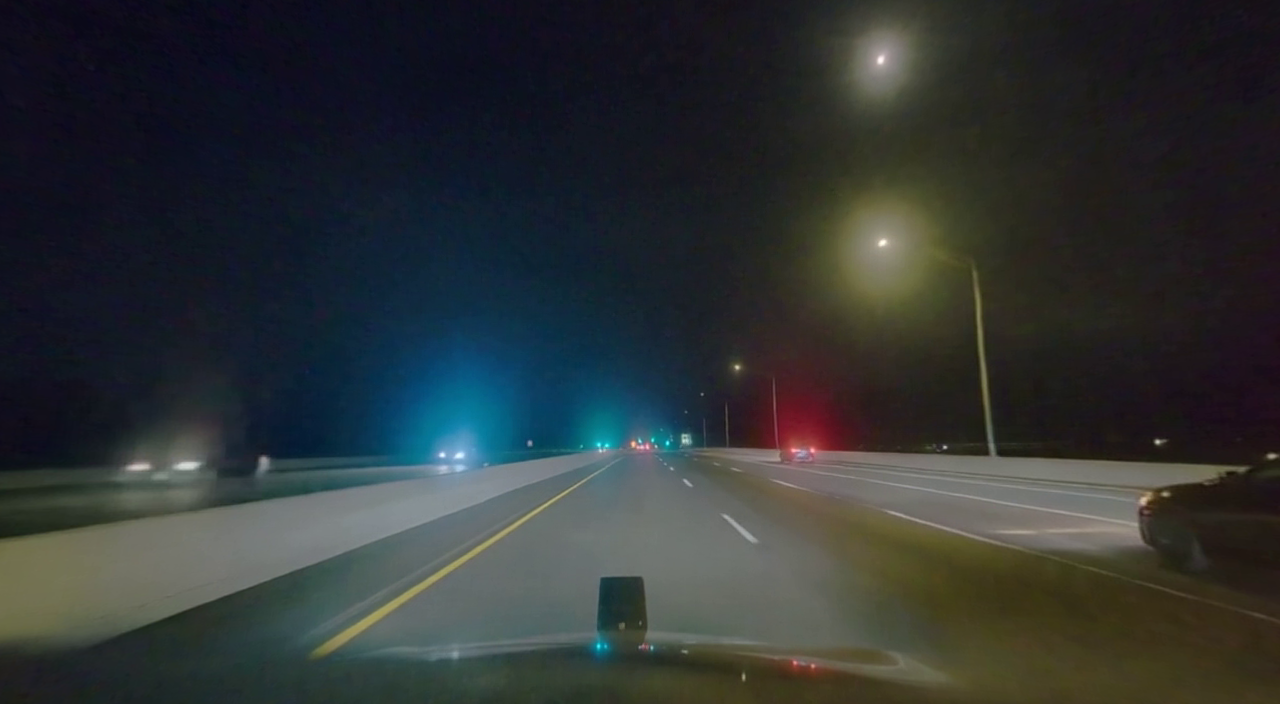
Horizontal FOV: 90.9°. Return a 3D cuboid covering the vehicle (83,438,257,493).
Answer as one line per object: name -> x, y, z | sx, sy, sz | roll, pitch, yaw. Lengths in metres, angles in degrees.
vehicle -> -14.843, 3.573, 20.341 | 2.080, 1.522, 4.585 | 0, -8, 0

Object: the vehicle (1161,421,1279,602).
vehicle -> 6.472, 1.163, 4.051 | 2.093, 1.525, 4.865 | 0, -8, 0

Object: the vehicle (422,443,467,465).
vehicle -> -14.364, 7.511, 46.515 | 1.974, 1.539, 4.113 | 0, -8, 1
